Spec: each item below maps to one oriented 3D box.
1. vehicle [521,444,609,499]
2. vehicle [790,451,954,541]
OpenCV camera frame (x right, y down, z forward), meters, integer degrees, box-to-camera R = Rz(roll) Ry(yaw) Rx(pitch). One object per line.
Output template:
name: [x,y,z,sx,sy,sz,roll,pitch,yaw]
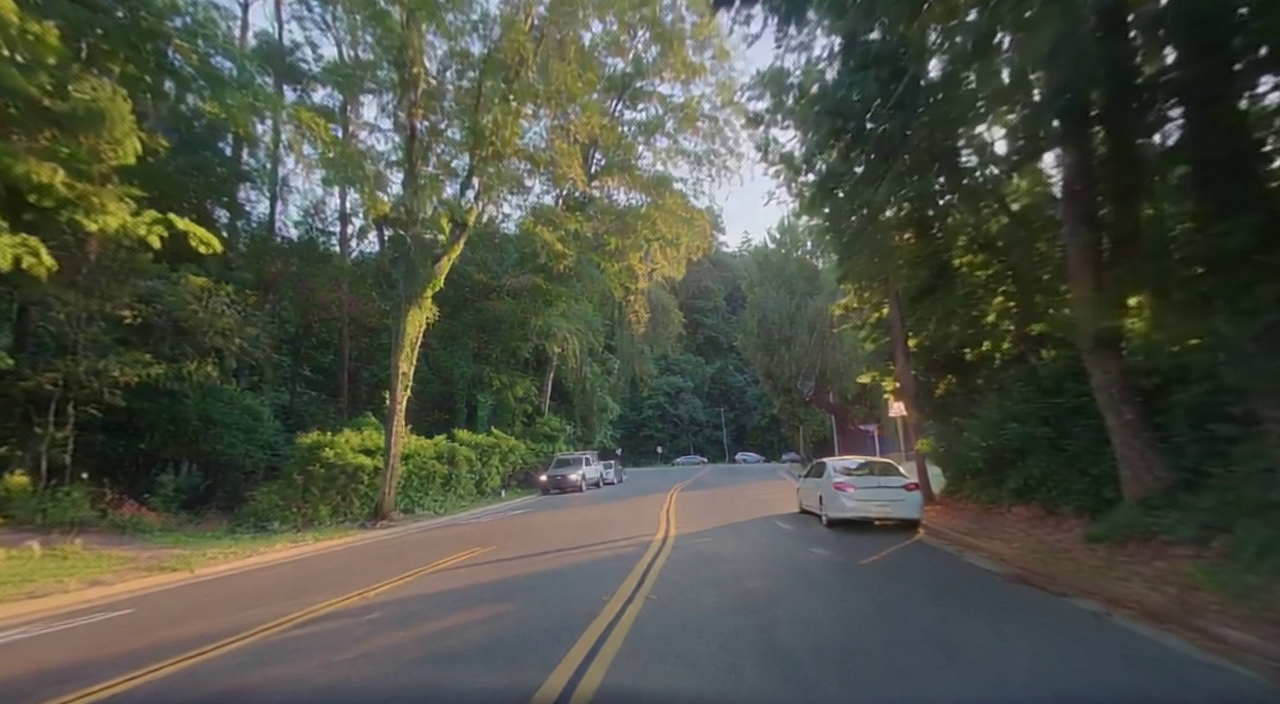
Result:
vehicle: [-3.310,5.580,29.223,2.583,2.167,5.667,-4,-12,8]
vehicle: [4.414,2.765,12.847,2.033,1.424,4.560,-1,-8,6]
